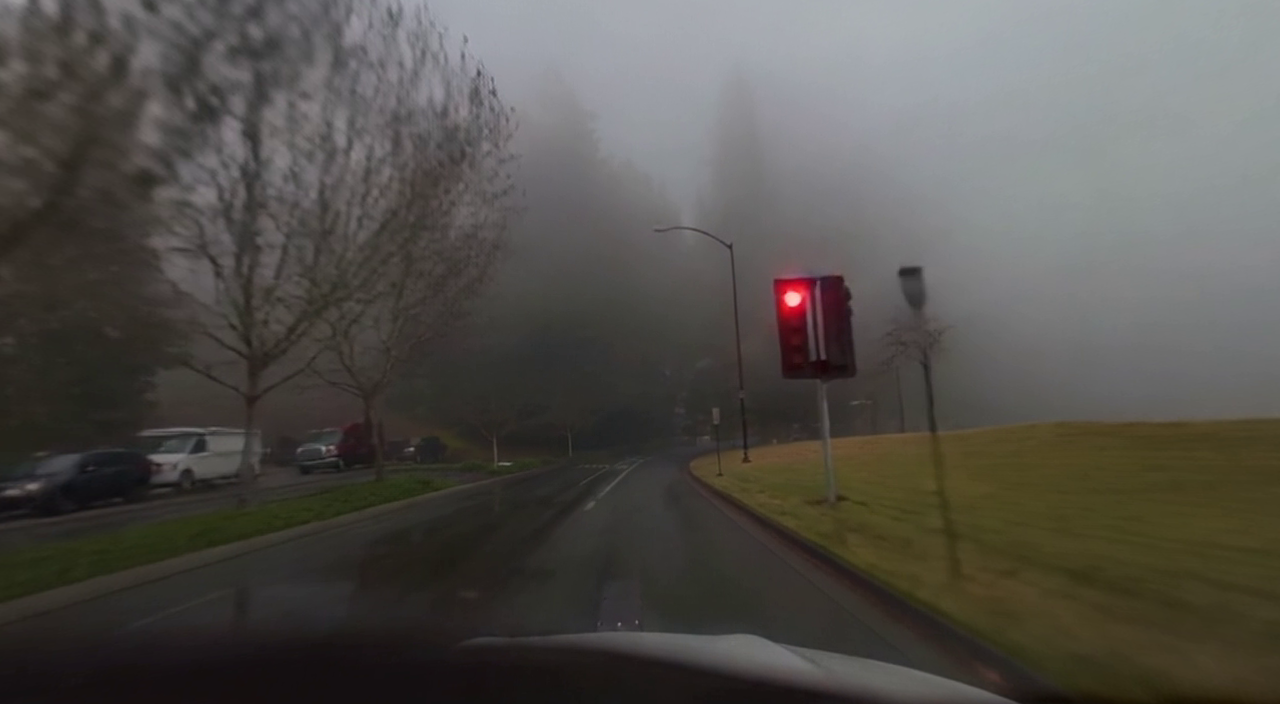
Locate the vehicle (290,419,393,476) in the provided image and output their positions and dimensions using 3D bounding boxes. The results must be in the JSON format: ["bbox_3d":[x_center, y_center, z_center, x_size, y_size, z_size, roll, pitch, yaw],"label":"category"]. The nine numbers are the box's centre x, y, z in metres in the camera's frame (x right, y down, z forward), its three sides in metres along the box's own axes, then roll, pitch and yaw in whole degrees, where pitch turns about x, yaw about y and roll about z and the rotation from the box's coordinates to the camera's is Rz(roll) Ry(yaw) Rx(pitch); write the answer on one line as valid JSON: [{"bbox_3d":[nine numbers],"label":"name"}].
[{"bbox_3d":[-18.313,5.942,39.162,2.739,3.171,7.030,1,-8,1],"label":"vehicle"}]

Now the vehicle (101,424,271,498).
[{"bbox_3d":[-18.035,4.362,25.564,2.327,2.595,6.045,-1,-9,0],"label":"vehicle"}]

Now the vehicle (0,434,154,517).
[{"bbox_3d":[-17.017,3.555,18.547,2.273,2.115,4.667,1,-9,-12],"label":"vehicle"}]
